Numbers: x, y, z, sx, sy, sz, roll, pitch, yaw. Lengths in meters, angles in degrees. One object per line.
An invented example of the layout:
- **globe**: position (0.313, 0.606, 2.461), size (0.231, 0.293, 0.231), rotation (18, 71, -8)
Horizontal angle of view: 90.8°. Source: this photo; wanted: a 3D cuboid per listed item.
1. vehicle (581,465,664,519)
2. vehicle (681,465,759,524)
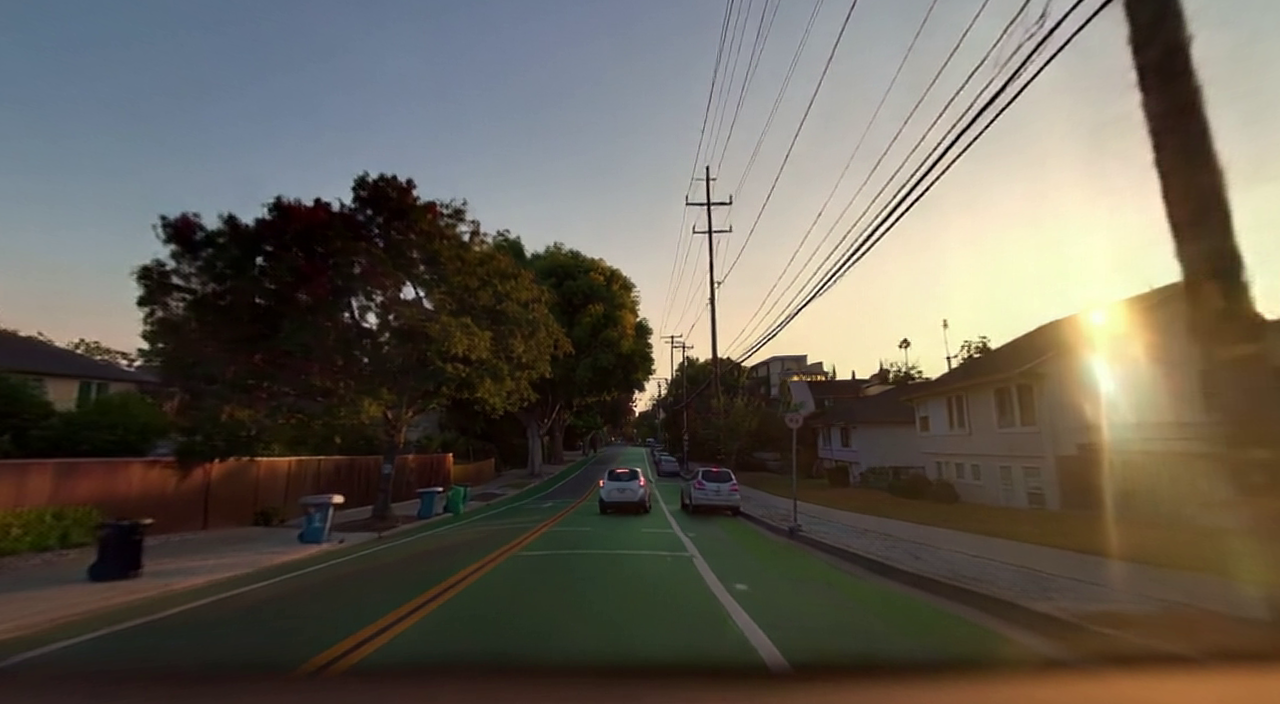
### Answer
- **vehicle**: position (-0.448, 4.631, 21.348), size (2.235, 1.500, 4.496), rotation (-1, -9, 6)
- **vehicle**: position (2.595, 4.782, 21.667), size (1.909, 1.694, 4.472), rotation (0, -9, -2)
